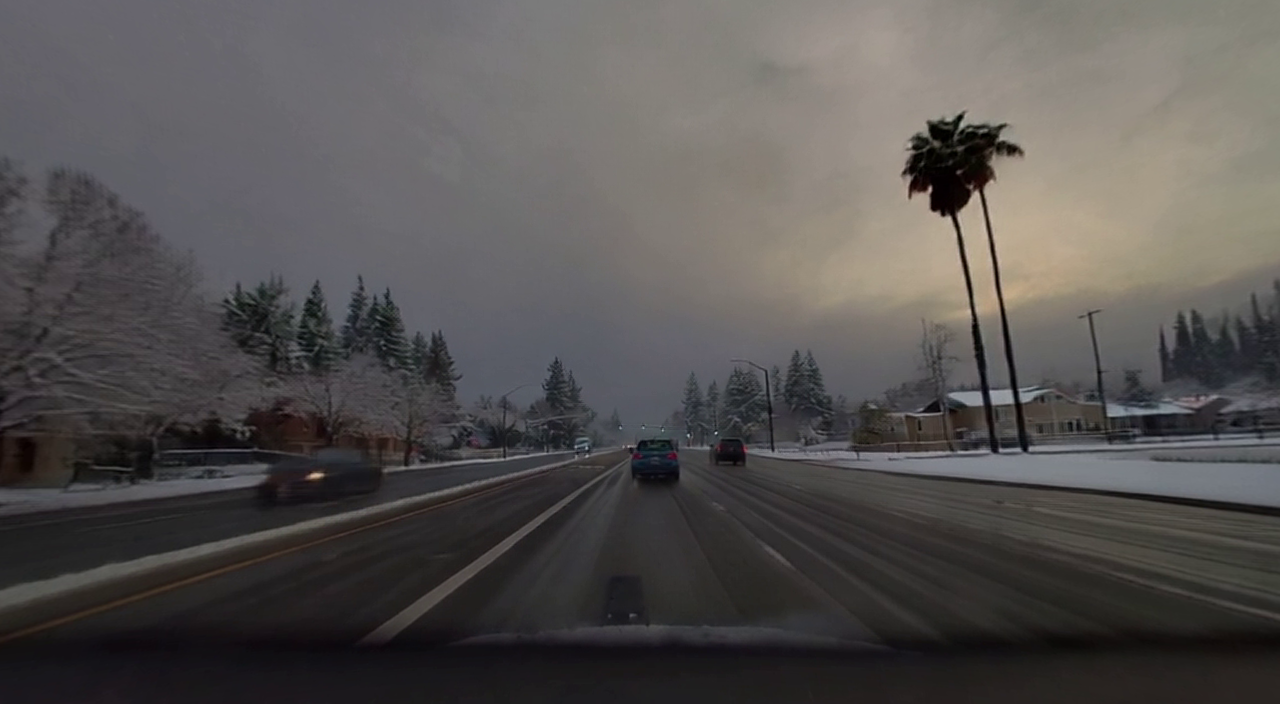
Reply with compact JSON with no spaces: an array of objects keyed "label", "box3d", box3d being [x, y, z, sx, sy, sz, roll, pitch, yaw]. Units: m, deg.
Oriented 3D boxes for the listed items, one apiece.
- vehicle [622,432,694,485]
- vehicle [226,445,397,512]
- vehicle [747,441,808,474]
[{"label":"vehicle","box3d":[0.549,3.699,22.160,2.289,1.679,4.180,0,-8,-1]},{"label":"vehicle","box3d":[-8.350,3.215,16.624,1.951,1.499,4.710,0,-8,0]},{"label":"vehicle","box3d":[6.522,5.035,30.354,1.897,1.477,4.360,0,-8,0]}]
